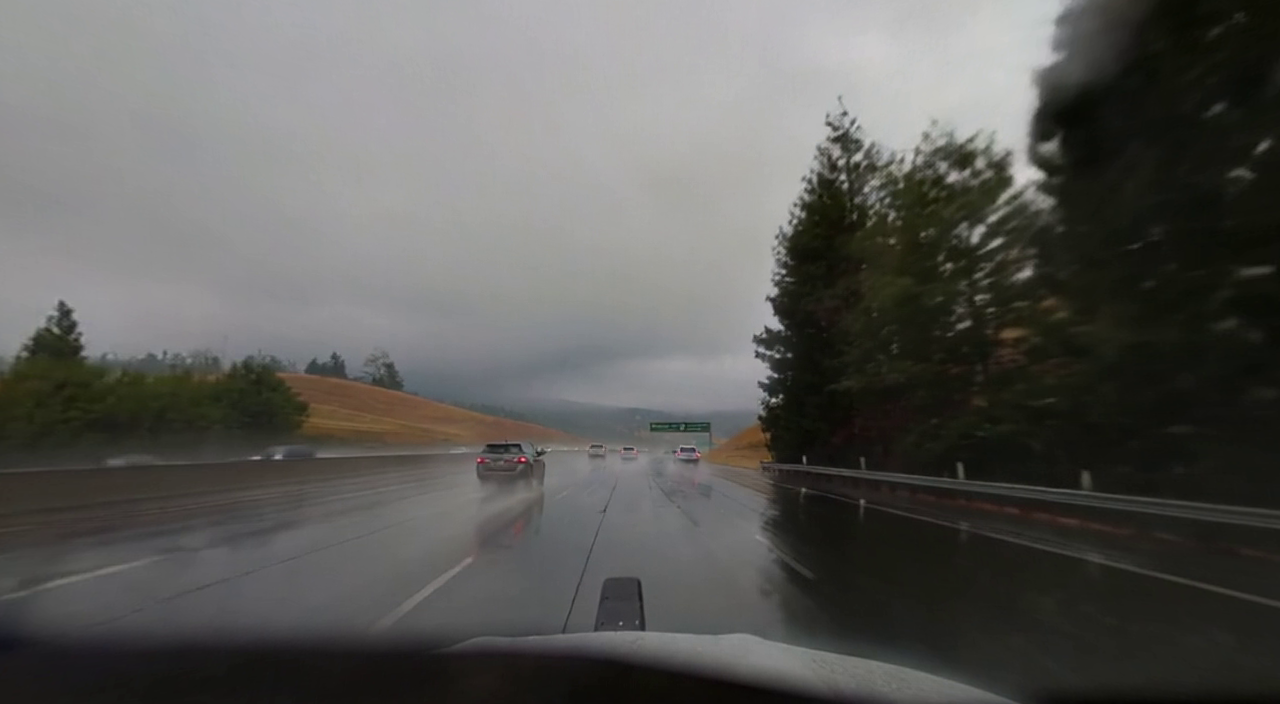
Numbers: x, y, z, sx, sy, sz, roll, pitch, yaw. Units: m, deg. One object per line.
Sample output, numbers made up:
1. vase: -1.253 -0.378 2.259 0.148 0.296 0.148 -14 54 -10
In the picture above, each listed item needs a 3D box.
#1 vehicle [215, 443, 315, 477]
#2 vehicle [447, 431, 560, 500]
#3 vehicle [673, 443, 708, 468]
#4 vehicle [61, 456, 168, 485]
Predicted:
1. vehicle: -21.810 6.282 37.115 2.154 1.819 6.021 0 -9 0
2. vehicle: -3.693 3.190 18.099 2.166 1.700 4.661 0 -9 0
3. vehicle: 3.693 7.661 46.984 2.164 1.788 4.500 0 -9 -2
4. vehicle: -29.248 6.571 35.374 1.842 1.438 4.842 0 -9 0
